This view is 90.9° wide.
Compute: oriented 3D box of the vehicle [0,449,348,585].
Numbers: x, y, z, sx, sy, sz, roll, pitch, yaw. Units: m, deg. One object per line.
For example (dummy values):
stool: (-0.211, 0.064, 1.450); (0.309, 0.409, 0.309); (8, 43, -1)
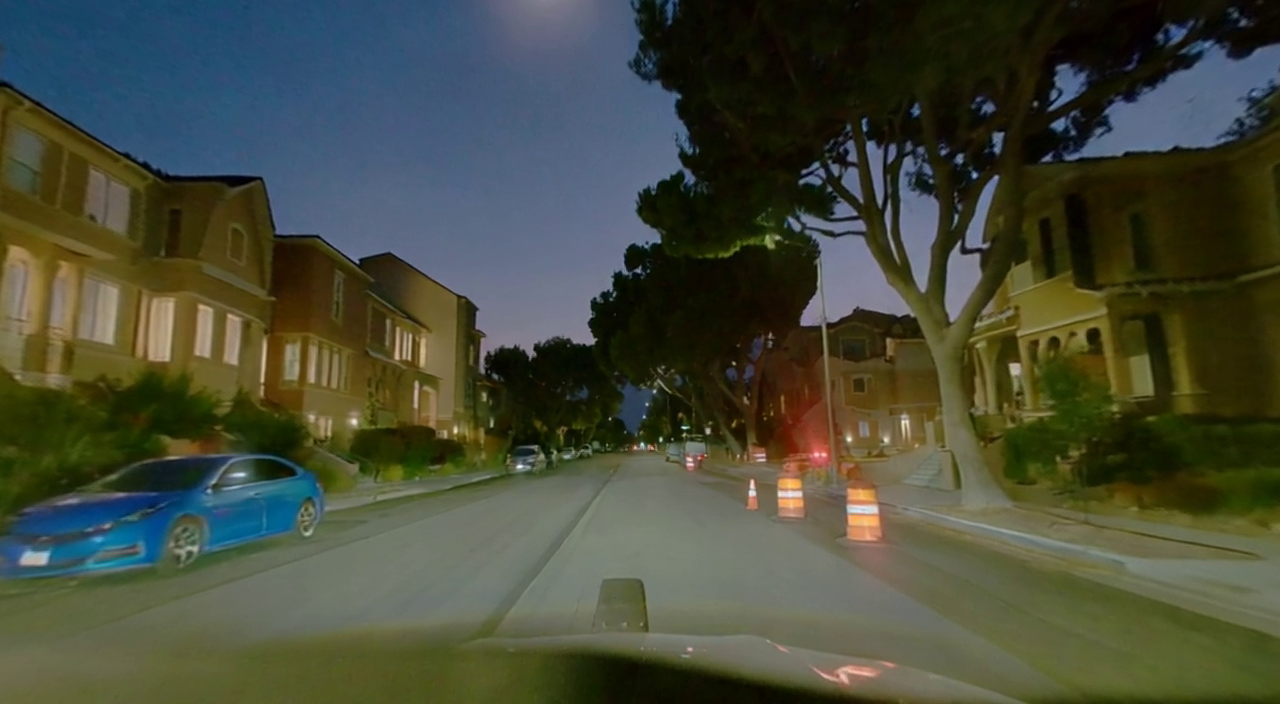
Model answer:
vehicle: (-6.515, 2.194, 9.327); (2.137, 1.481, 4.503); (-1, -9, 2)

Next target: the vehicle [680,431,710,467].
vehicle: (4.121, 7.277, 47.437); (2.082, 2.534, 3.248); (-1, -8, 3)

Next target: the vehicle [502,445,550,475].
vehicle: (-6.542, 6.231, 36.594); (1.957, 1.608, 4.476); (0, -9, -1)
